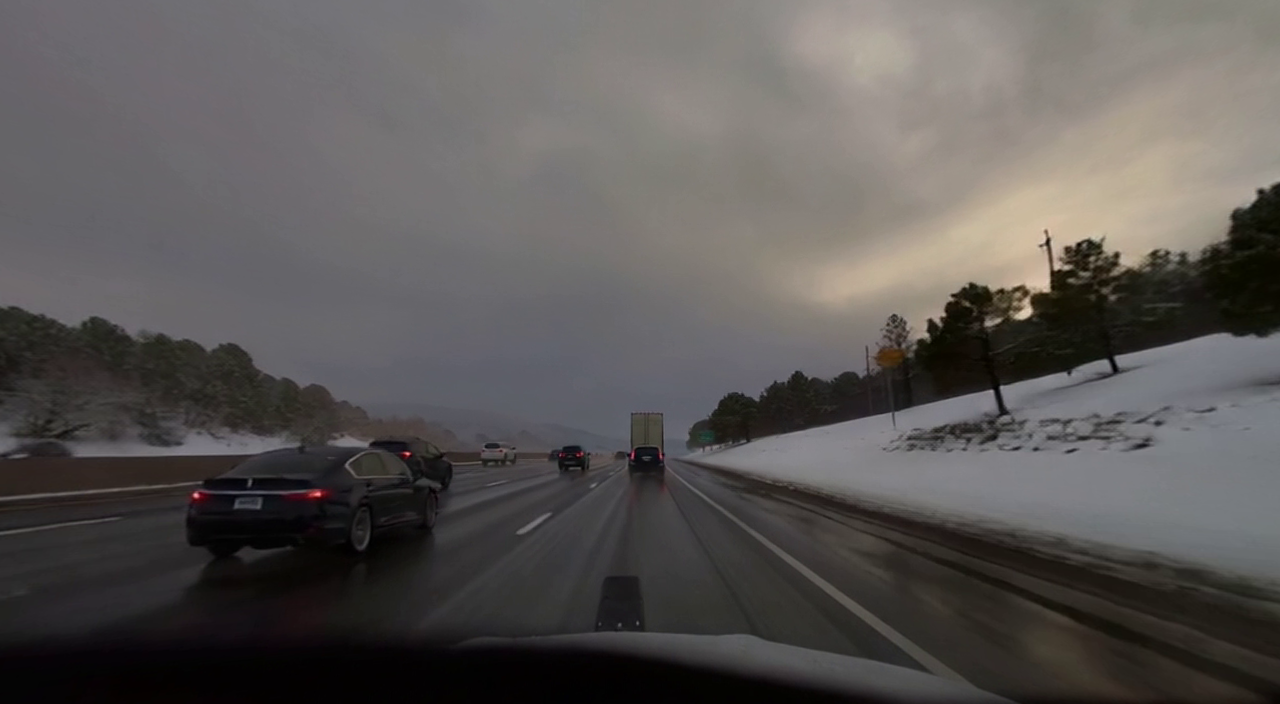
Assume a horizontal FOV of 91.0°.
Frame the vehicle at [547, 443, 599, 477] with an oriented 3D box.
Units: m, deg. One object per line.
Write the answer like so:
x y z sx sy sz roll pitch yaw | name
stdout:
-3.458 5.693 33.532 2.155 1.661 4.477 1 -8 2 | vehicle

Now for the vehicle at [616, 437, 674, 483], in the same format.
0.202 4.612 27.159 2.281 1.795 4.297 1 -8 0 | vehicle

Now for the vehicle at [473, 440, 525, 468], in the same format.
-10.798 7.889 48.939 2.421 2.025 6.236 1 -8 2 | vehicle

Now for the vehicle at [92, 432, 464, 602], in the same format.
-3.885 1.813 7.962 1.943 1.468 4.547 1 -8 1 | vehicle
